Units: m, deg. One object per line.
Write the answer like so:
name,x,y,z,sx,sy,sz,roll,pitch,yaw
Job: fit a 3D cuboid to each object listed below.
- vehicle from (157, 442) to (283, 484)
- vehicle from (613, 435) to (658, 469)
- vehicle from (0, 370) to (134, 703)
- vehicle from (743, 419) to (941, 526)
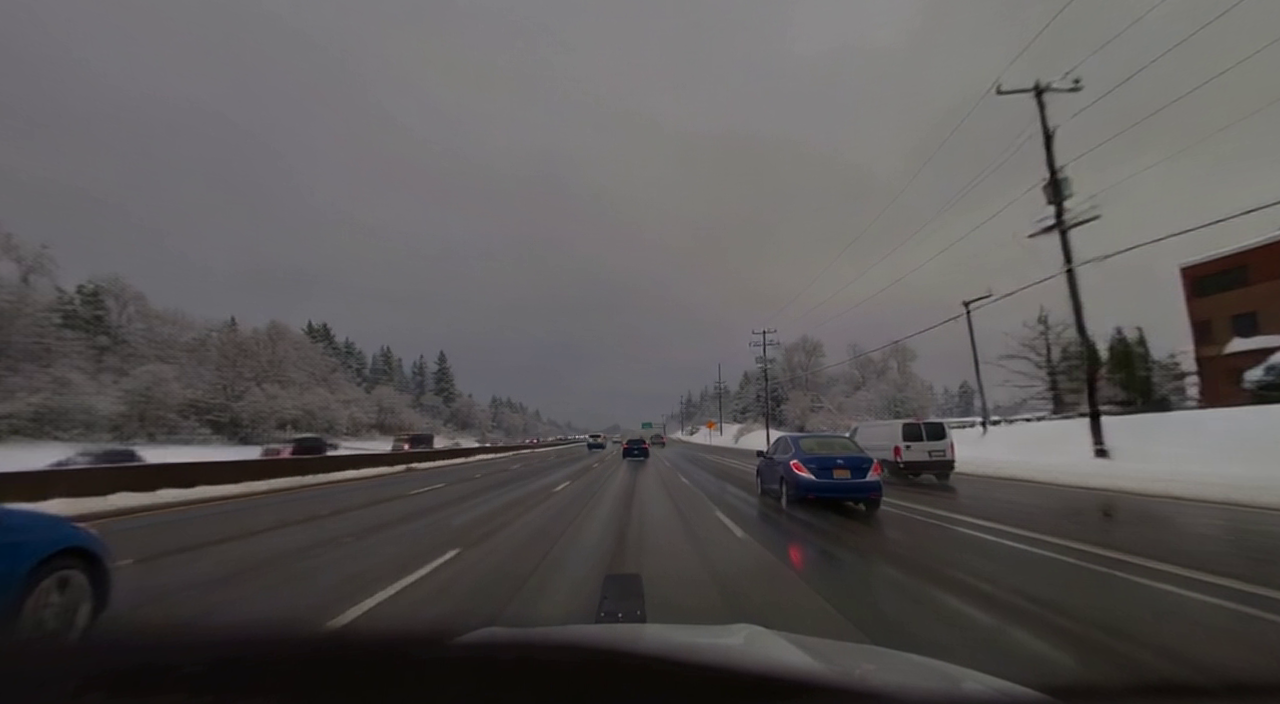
vehicle,-16.379,4.328,24.862,1.864,1.495,4.411,0,-8,1
vehicle,-0.231,4.789,30.264,2.019,1.472,3.971,0,-8,-1
vehicle,-4.190,0.653,1.477,2.251,1.575,4.488,0,-8,0
vehicle,3.308,2.088,11.438,1.995,1.533,4.463,0,-8,-2
